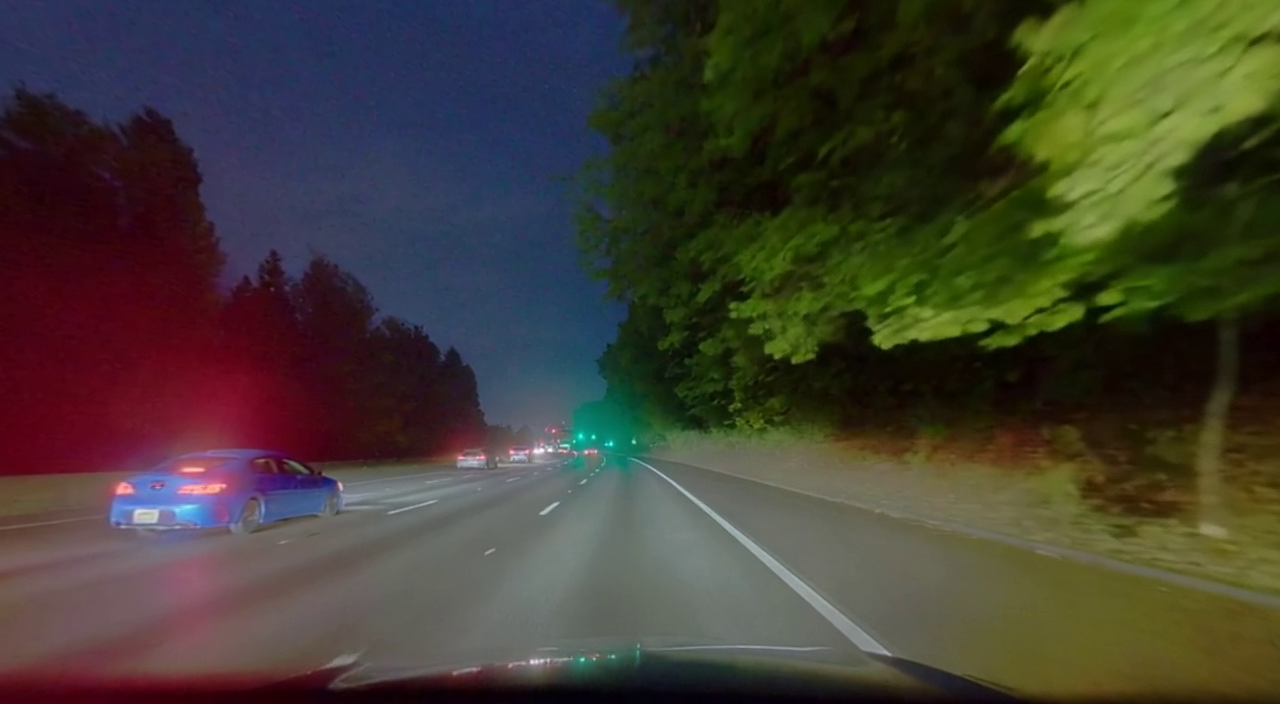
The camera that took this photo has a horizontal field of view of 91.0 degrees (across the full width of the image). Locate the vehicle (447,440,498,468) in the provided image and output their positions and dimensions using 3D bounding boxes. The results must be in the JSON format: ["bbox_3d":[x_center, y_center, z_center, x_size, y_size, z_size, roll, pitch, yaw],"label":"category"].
[{"bbox_3d":[-12.406,7.591,47.121,2.425,1.926,5.584,0,-9,-2],"label":"vehicle"}]

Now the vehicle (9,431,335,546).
[{"bbox_3d":[-7.740,2.285,11.287,2.133,1.586,4.869,0,-9,-1],"label":"vehicle"}]

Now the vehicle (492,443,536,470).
[{"bbox_3d":[-8.060,6.711,40.593,2.060,1.680,4.255,0,-9,-2],"label":"vehicle"}]
